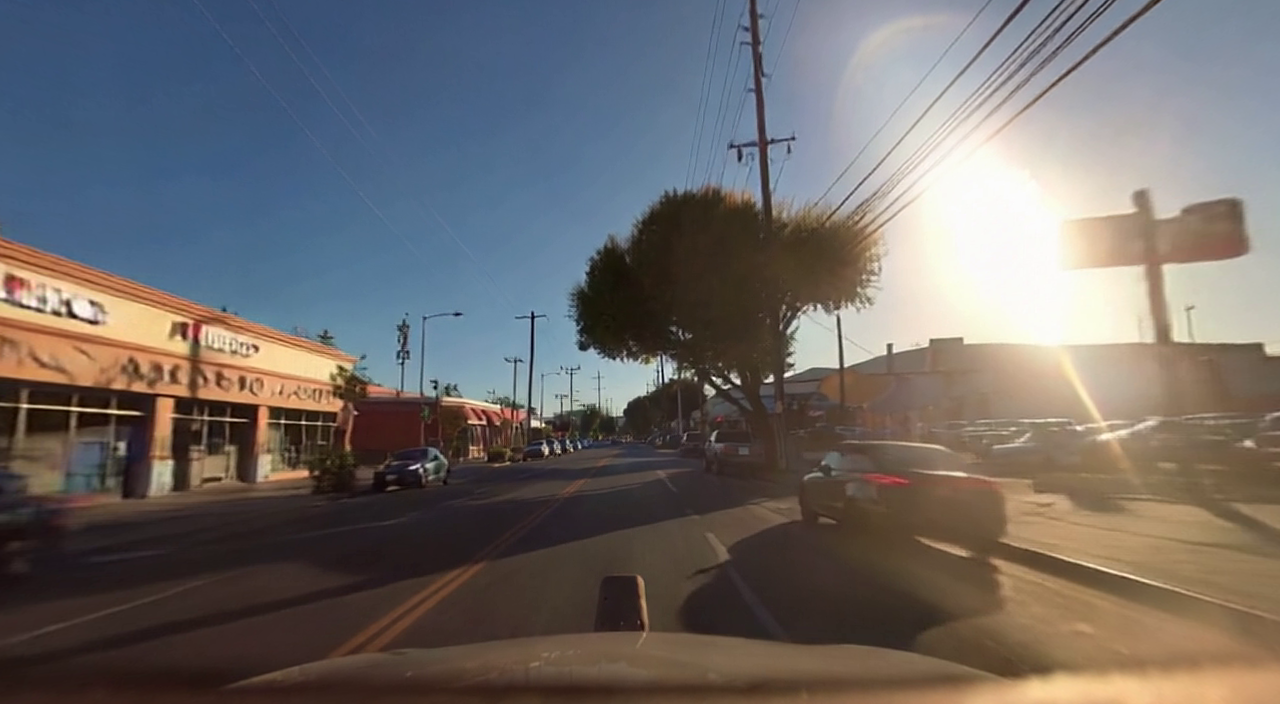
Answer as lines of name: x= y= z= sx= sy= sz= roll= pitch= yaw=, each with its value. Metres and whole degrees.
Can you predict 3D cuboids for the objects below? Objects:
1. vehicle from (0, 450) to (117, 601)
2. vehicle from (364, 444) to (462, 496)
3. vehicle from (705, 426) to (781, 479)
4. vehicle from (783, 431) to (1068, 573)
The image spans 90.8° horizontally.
vehicle: x=-7.720 y=1.844 z=6.170 sx=1.787 sy=1.543 sz=4.052 roll=-3 pitch=-7 yaw=0
vehicle: x=-7.802 y=4.045 z=22.147 sx=1.872 sy=1.455 sz=4.350 roll=-4 pitch=-8 yaw=-1
vehicle: x=4.002 y=3.997 z=25.418 sx=2.080 sy=1.893 sz=4.699 roll=0 pitch=-8 yaw=-3
vehicle: x=3.648 y=1.978 z=9.279 sx=1.990 sy=1.521 sz=4.693 roll=0 pitch=-8 yaw=0
